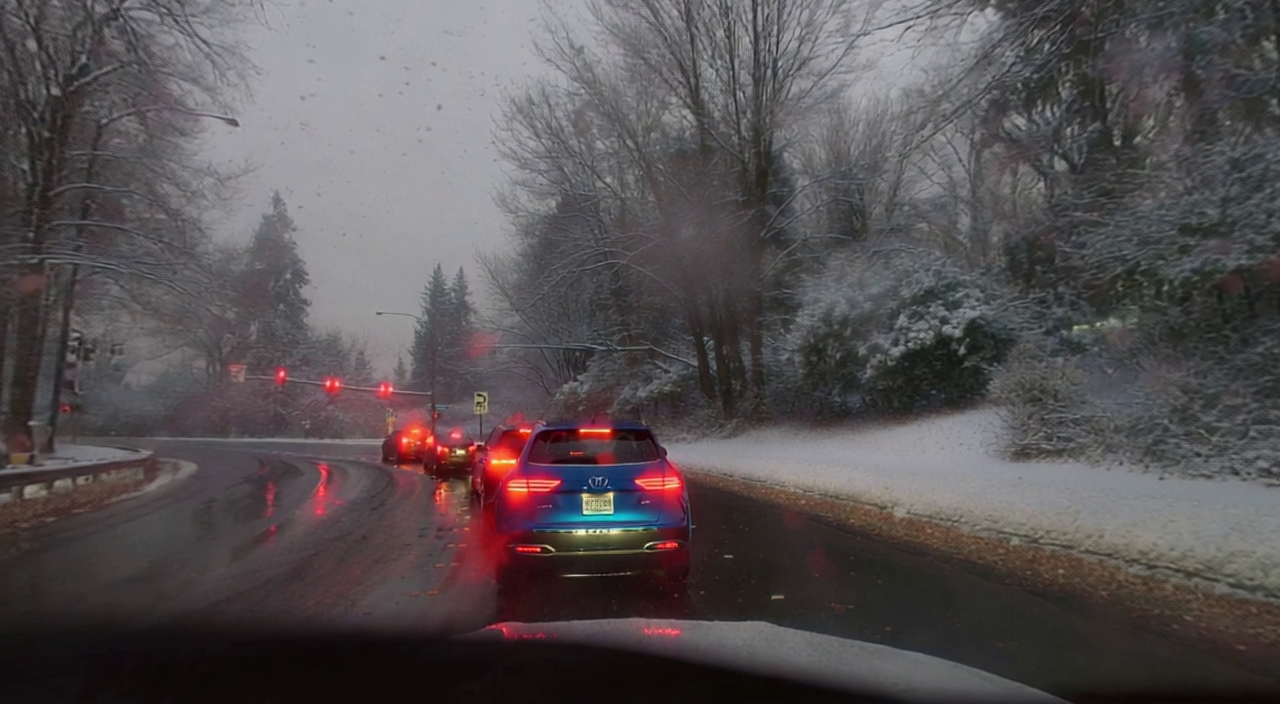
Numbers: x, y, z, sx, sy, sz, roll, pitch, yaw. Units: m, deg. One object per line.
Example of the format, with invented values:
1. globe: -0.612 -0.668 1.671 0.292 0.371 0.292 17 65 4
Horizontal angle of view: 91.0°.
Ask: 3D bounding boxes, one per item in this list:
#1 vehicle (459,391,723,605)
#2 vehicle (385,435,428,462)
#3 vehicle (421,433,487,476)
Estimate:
1. vehicle: -0.686 1.459 7.212 2.134 1.671 4.147 1 -8 -9
2. vehicle: -13.759 5.645 36.897 1.863 1.488 4.426 4 -9 -26
3. vehicle: -7.309 3.949 24.495 1.902 1.536 3.662 4 -9 -24
